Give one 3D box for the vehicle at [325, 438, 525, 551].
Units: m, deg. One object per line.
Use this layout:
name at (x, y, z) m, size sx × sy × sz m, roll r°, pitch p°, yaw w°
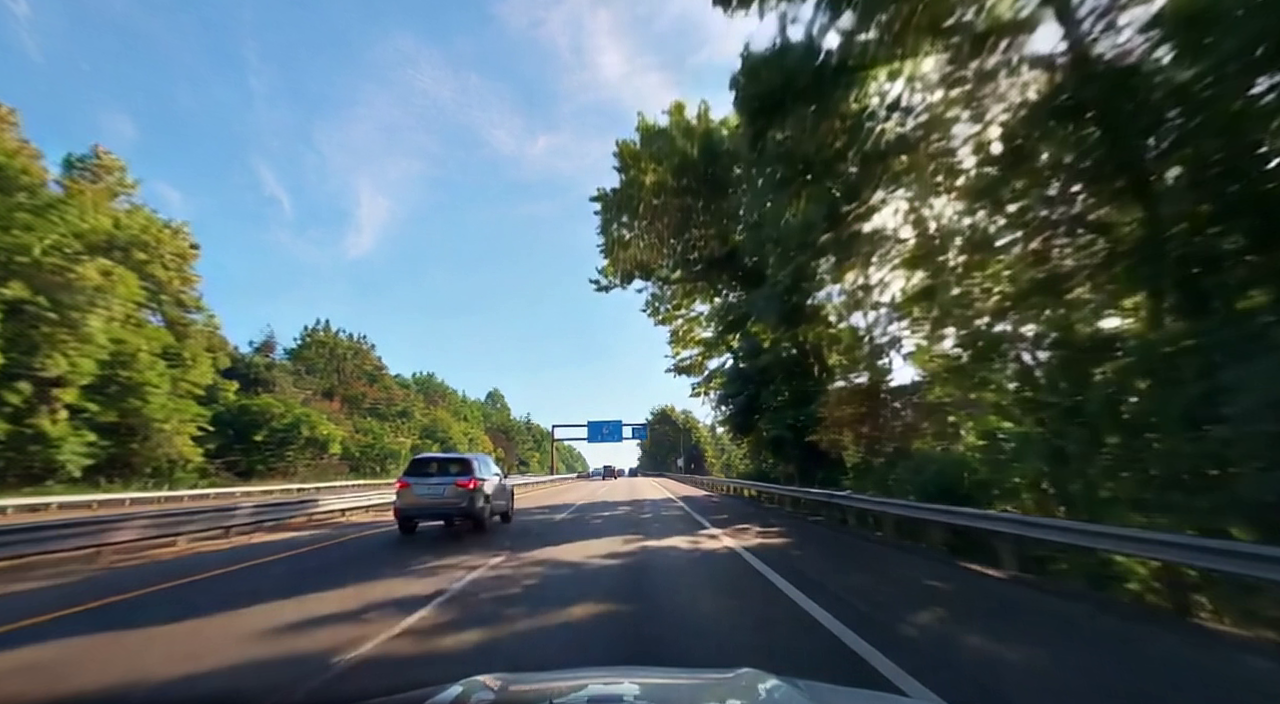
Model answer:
vehicle at (-3.689, 2.601, 11.922) m, size 2.107 × 1.668 × 4.554 m, roll 1°, pitch -11°, yaw 1°
